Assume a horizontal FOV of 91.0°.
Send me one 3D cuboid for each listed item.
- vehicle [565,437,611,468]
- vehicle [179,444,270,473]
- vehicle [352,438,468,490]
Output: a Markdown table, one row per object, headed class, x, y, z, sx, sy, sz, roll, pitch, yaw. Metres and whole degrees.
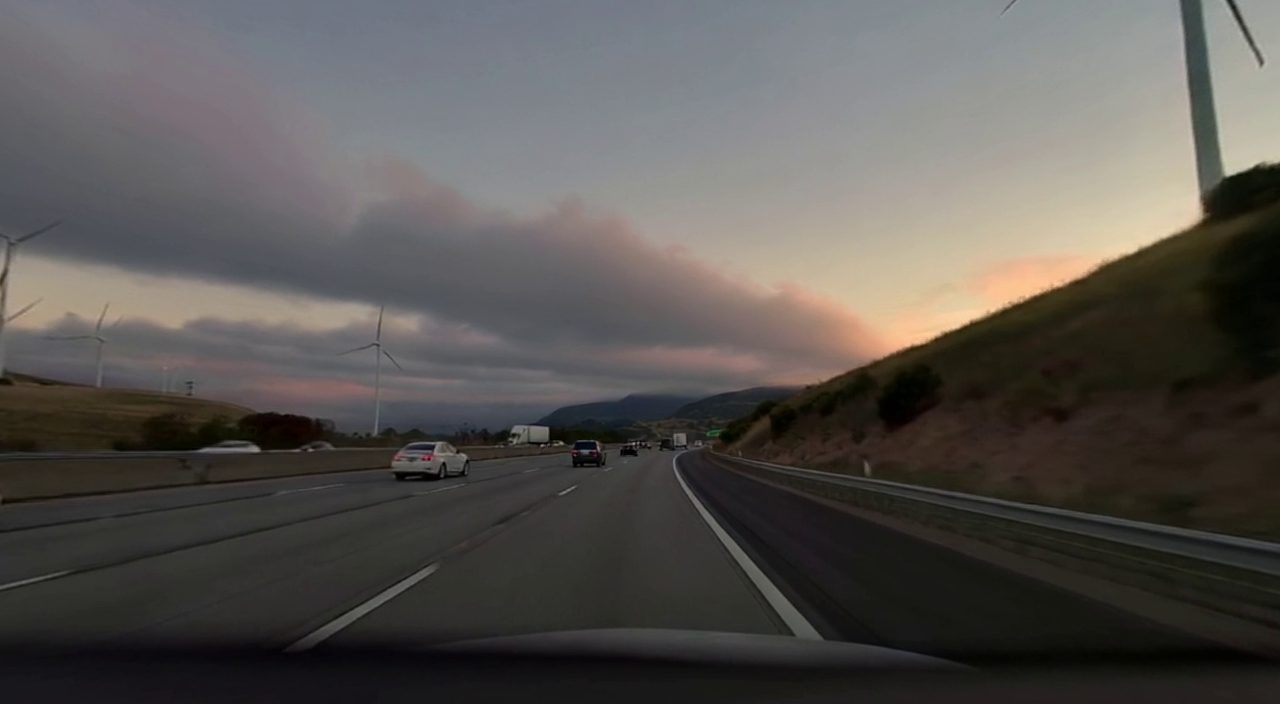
| class | x | y | z | sx | sy | sz | roll | pitch | yaw |
| --- | --- | --- | --- | --- | --- | --- | --- | --- | --- |
| vehicle | -3.051 | 6.015 | 37.865 | 2.118 | 1.702 | 4.355 | 0 | -9 | 4 |
| vehicle | -21.208 | 5.445 | 32.357 | 1.993 | 1.392 | 3.767 | 0 | -9 | 2 |
| vehicle | -7.612 | 3.743 | 21.448 | 2.015 | 1.537 | 4.728 | 0 | -9 | 2 |
